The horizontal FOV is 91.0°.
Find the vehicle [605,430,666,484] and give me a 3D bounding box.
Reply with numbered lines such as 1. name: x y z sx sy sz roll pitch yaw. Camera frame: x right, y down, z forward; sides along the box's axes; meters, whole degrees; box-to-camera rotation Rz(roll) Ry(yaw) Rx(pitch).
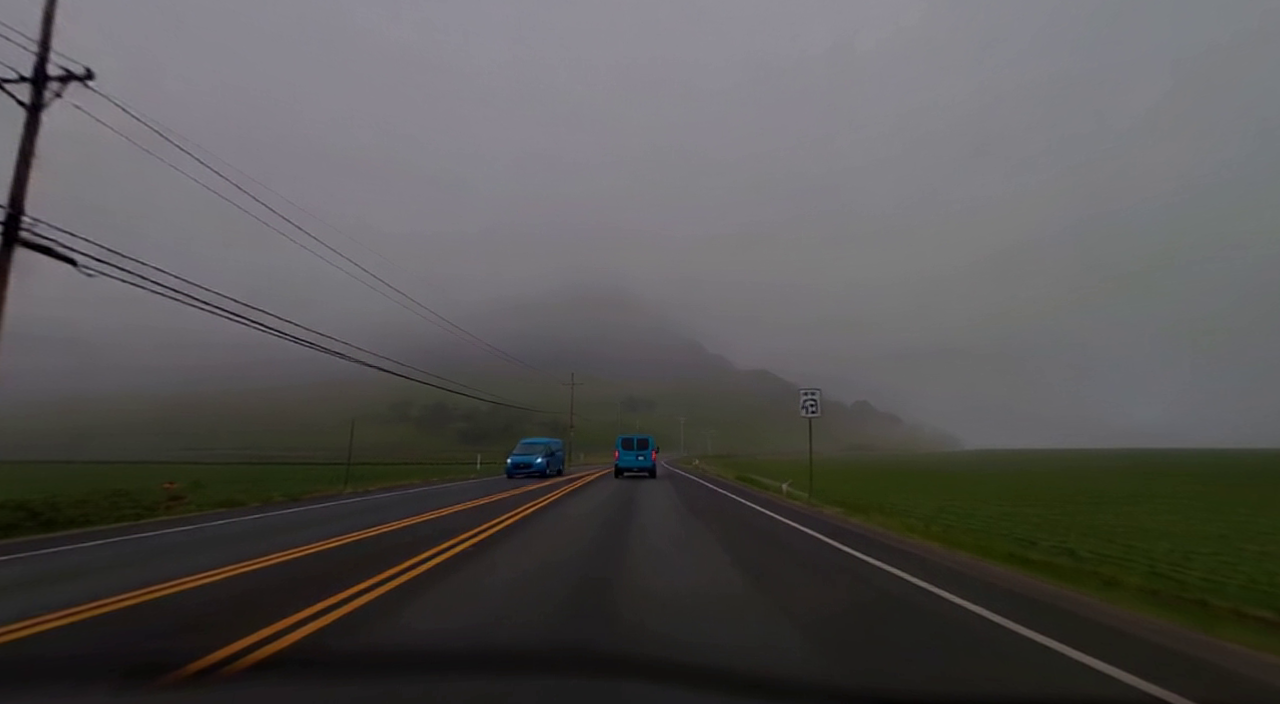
1. vehicle: -0.125 4.571 27.620 2.454 2.144 4.535 0 -9 1

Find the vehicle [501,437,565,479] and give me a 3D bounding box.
1. vehicle: -5.709 5.719 34.334 2.213 2.108 5.027 0 -9 4
